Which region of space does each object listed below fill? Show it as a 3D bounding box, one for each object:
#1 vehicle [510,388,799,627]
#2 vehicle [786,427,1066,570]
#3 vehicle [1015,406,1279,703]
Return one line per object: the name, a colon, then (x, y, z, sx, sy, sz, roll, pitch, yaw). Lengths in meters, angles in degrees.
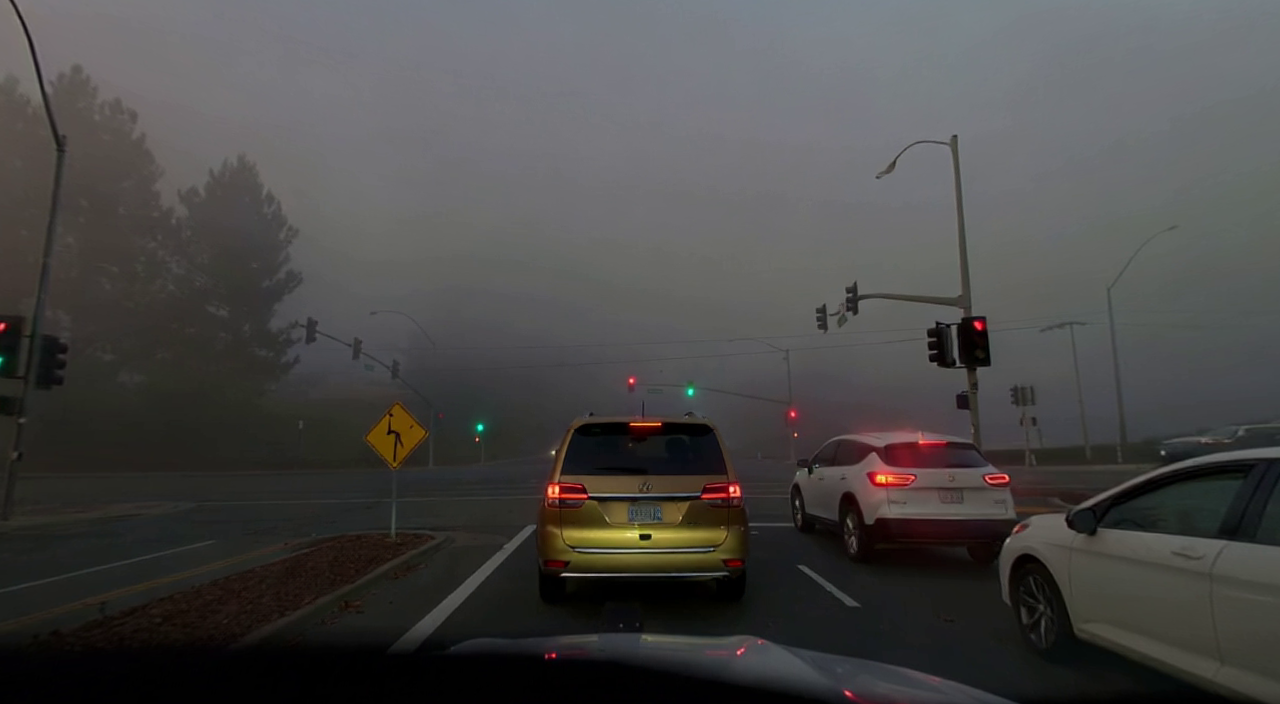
vehicle: (0.104, 1.500, 7.072, 2.170, 1.793, 4.468, 0, -8, 0)
vehicle: (3.526, 1.861, 8.858, 1.861, 1.495, 4.215, 0, -8, -1)
vehicle: (3.158, 0.818, 1.434, 1.924, 1.466, 4.461, 0, -8, 1)
